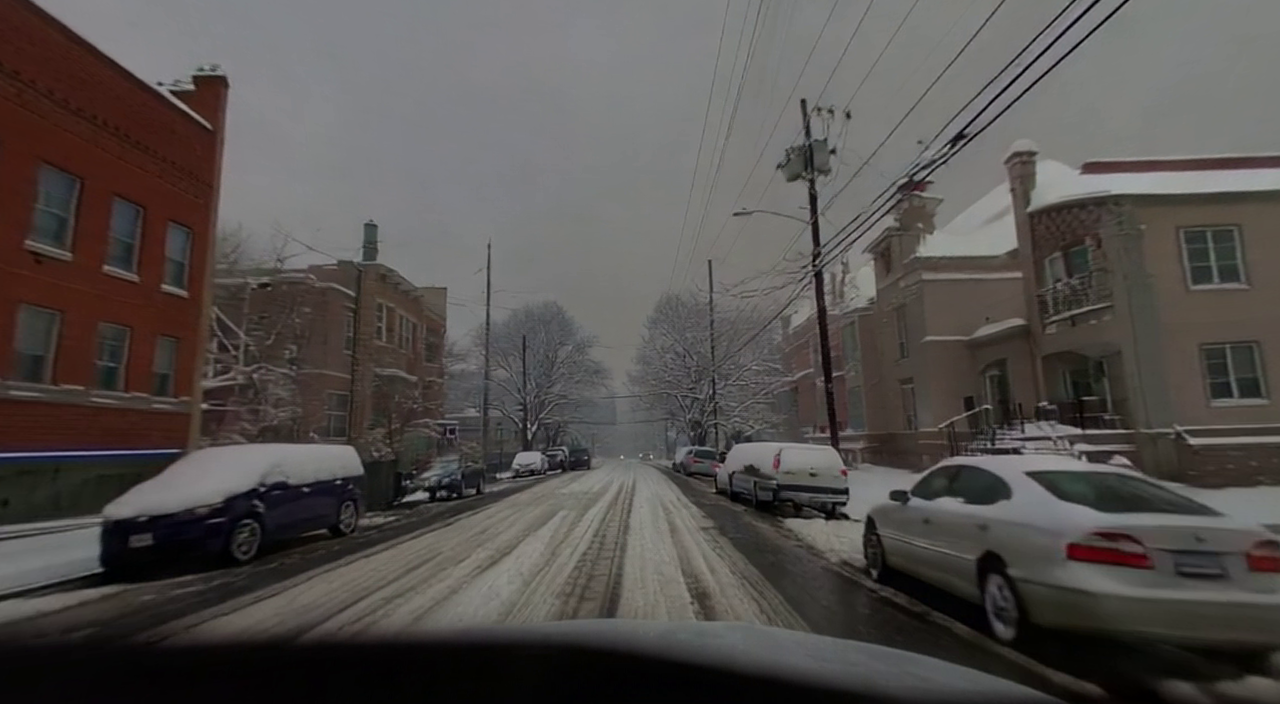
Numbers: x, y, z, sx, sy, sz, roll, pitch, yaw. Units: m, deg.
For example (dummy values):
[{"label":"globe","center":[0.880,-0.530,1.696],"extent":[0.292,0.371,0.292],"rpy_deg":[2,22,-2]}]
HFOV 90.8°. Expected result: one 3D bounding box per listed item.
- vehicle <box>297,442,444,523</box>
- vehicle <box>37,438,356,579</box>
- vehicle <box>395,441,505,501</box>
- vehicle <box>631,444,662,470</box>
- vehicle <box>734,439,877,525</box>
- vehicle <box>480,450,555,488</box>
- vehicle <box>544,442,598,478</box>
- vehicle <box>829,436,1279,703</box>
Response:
[{"label":"vehicle","center":[-6.706,3.249,16.343],"extent":[1.925,1.759,4.396],"rpy_deg":[0,-9,-1]},{"label":"vehicle","center":[-6.774,2.370,10.598],"extent":[1.930,1.756,4.955],"rpy_deg":[0,-9,-3]},{"label":"vehicle","center":[-6.703,4.244,23.177],"extent":[2.263,1.882,5.706],"rpy_deg":[0,-9,0]},{"label":"vehicle","center":[0.407,7.477,44.991],"extent":[2.059,1.736,3.994],"rpy_deg":[0,-9,-1]},{"label":"vehicle","center":[3.370,2.732,13.838],"extent":[1.895,1.553,4.235],"rpy_deg":[0,-9,-1]},{"label":"vehicle","center":[-5.557,5.152,28.236],"extent":[1.994,1.510,4.802],"rpy_deg":[4,-10,-27]},{"label":"vehicle","center":[-3.723,5.939,34.982],"extent":[2.236,1.834,4.743],"rpy_deg":[-1,-9,3]},{"label":"vehicle","center":[3.305,1.507,5.458],"extent":[1.885,1.464,4.466],"rpy_deg":[0,-9,-1]}]
